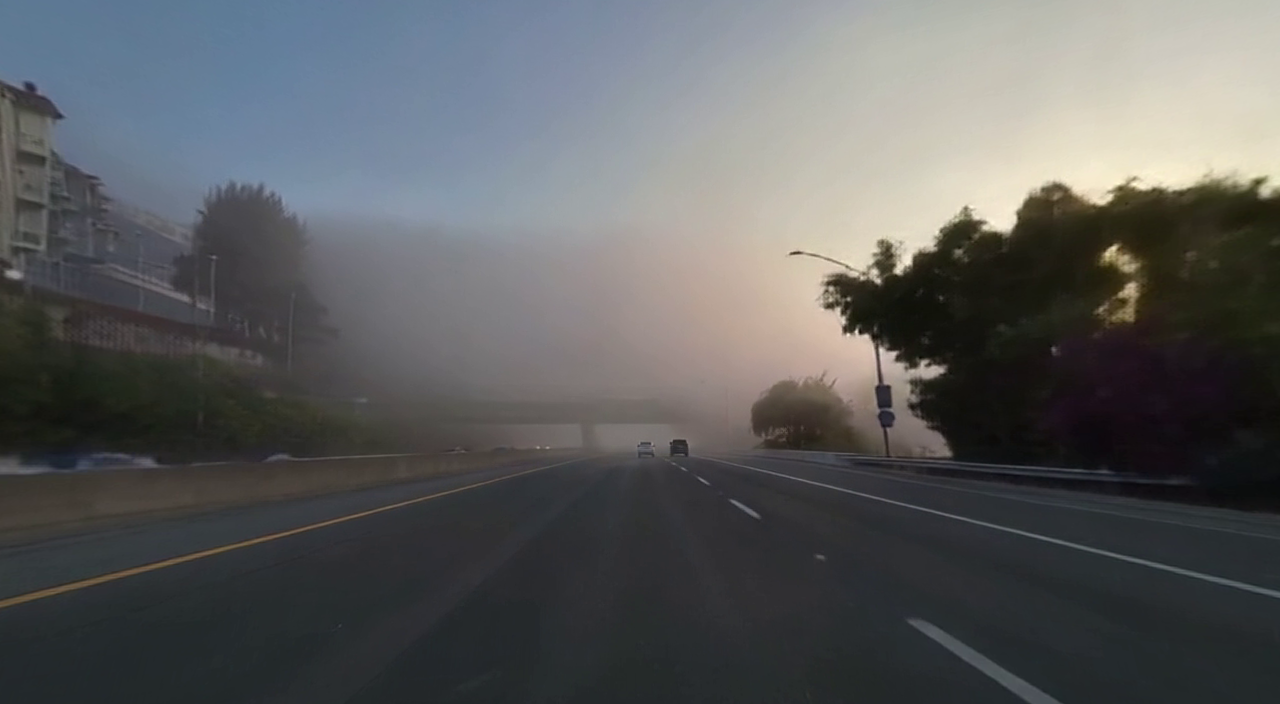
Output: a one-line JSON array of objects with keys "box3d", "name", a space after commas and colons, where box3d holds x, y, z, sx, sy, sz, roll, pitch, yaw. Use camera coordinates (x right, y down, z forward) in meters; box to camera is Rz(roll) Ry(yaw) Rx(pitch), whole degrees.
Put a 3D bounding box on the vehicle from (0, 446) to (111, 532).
[{"box3d": [-11.811, 2.400, 11.104, 1.705, 1.458, 3.704, 0, -8, 1], "name": "vehicle"}]
